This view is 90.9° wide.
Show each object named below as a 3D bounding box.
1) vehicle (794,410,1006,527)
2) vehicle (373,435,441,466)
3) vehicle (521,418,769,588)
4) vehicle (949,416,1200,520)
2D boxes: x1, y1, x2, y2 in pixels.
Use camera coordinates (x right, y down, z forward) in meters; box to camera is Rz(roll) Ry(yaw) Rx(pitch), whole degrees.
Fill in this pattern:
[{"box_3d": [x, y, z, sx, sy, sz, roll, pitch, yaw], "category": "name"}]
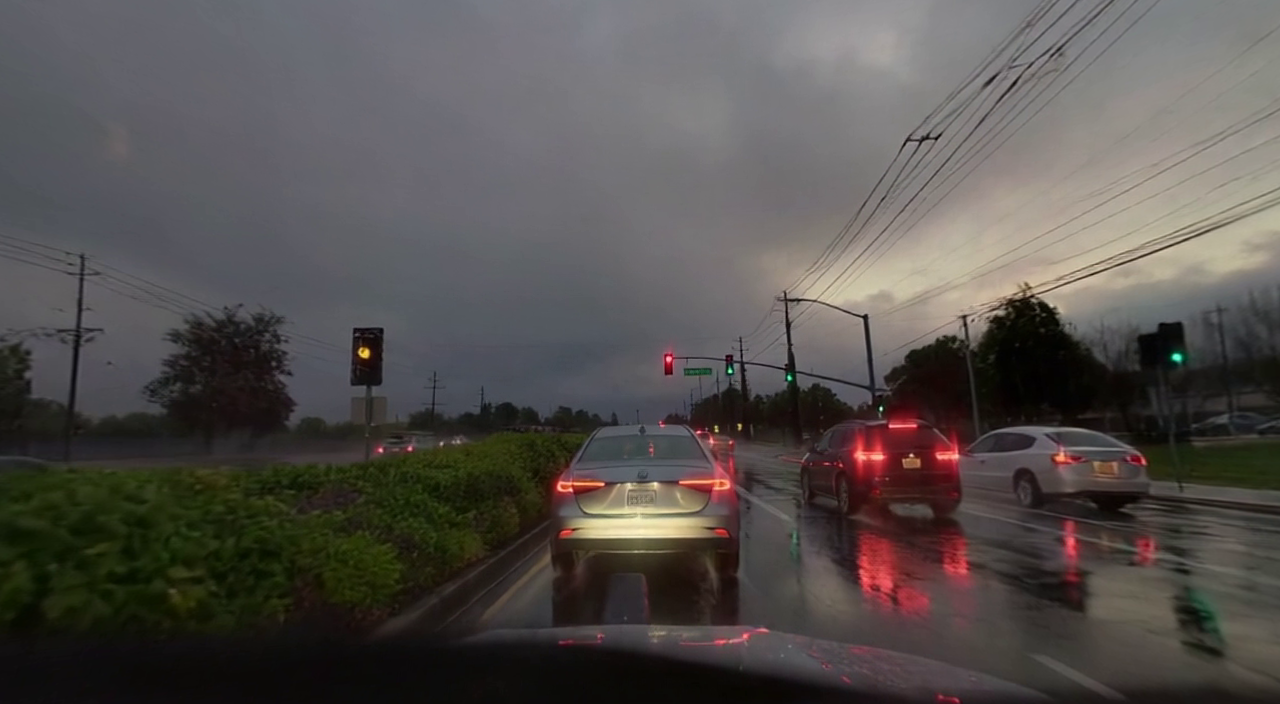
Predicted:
[{"box_3d": [4.439, 2.073, 11.678, 2.140, 1.753, 4.256, 0, -8, 1], "category": "vehicle"}, {"box_3d": [-16.049, 6.840, 43.846, 2.262, 1.967, 5.814, -1, -8, 3], "category": "vehicle"}, {"box_3d": [0.063, 1.676, 7.894, 2.208, 1.498, 4.401, 0, -8, 1], "category": "vehicle"}, {"box_3d": [8.298, 2.256, 12.688, 1.993, 1.712, 4.322, 0, -8, 1], "category": "vehicle"}]
